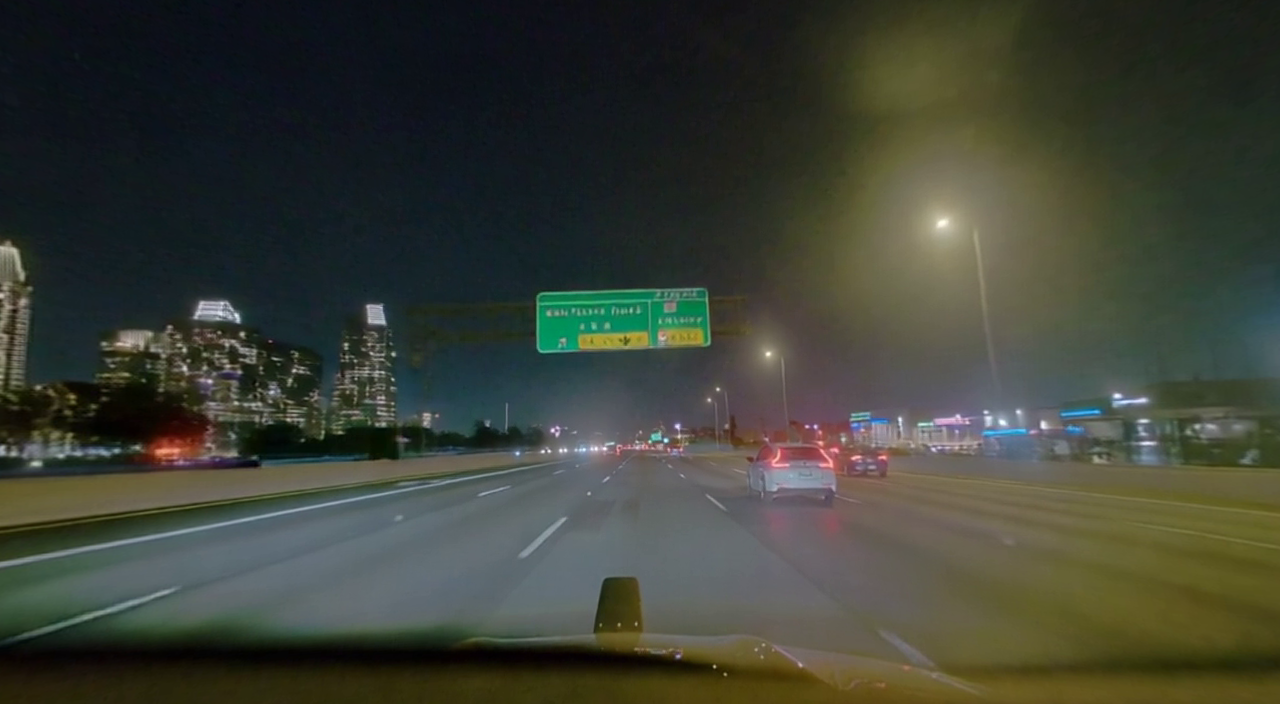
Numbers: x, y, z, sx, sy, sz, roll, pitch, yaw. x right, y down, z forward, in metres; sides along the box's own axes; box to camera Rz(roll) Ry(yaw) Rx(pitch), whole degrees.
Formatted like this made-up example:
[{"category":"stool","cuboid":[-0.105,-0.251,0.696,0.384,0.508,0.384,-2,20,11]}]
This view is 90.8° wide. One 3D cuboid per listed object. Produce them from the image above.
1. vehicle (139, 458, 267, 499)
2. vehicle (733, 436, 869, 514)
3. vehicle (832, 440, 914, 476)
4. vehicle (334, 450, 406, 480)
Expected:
[{"category":"vehicle","cuboid":[-18.749,5.424,27.435,1.972,1.516,4.973,0,-9,0]},{"category":"vehicle","cuboid":[3.462,2.723,14.452,1.961,1.504,4.094,0,-9,-1]},{"category":"vehicle","cuboid":[10.564,4.836,29.048,2.019,1.529,4.385,0,-9,-1]},{"category":"vehicle","cuboid":[-14.486,6.081,34.180,1.919,1.470,4.452,0,-8,0]}]
